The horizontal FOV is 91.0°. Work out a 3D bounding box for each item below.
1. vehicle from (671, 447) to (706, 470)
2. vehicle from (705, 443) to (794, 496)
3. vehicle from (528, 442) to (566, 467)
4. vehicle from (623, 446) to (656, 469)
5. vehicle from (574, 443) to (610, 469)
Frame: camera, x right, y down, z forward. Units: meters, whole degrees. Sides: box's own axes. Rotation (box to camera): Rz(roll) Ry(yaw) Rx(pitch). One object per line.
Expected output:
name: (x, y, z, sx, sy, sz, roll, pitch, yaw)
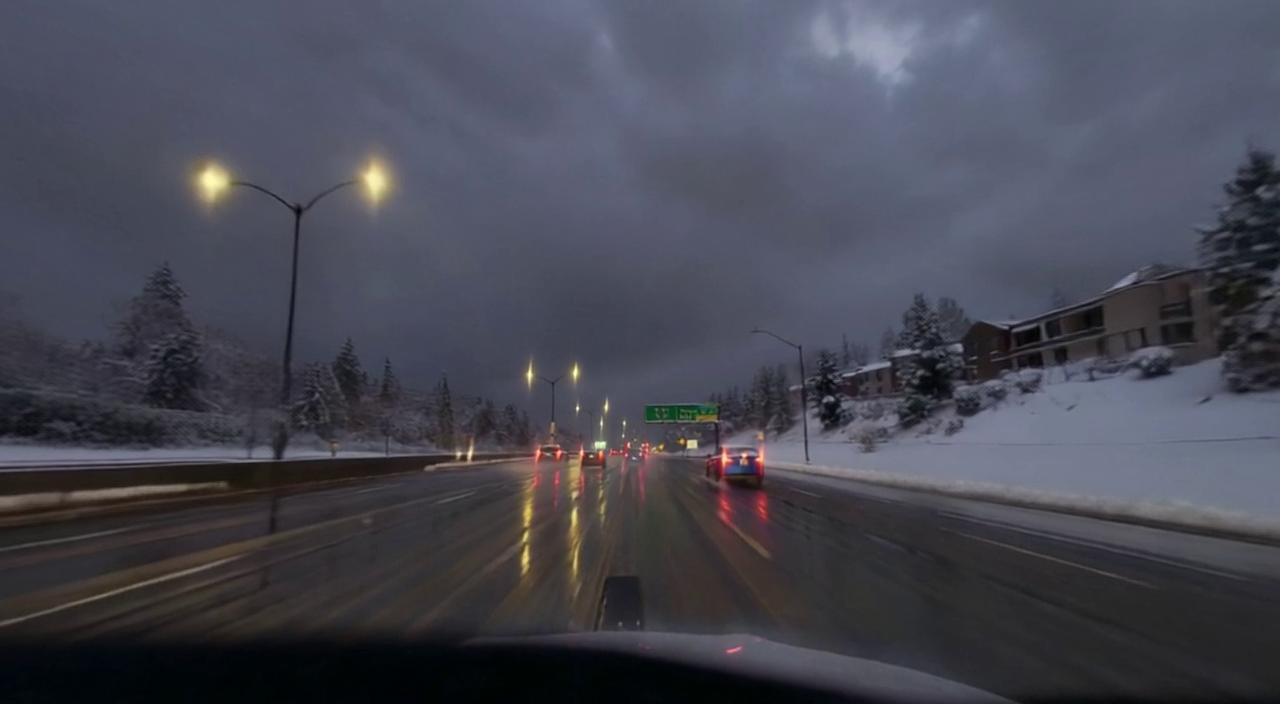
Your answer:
vehicle: (3.283, 7.259, 43.120, 2.036, 1.517, 4.256, 0, -9, -1)
vehicle: (3.416, 3.763, 20.608, 2.077, 1.527, 4.553, 0, -9, 0)
vehicle: (-6.763, 7.528, 46.233, 2.112, 1.721, 4.381, 0, -9, 0)
vehicle: (-0.051, 7.206, 43.220, 2.166, 1.496, 4.158, 0, -9, 0)
vehicle: (-3.221, 7.076, 42.969, 2.091, 1.664, 4.157, 0, -9, 0)
